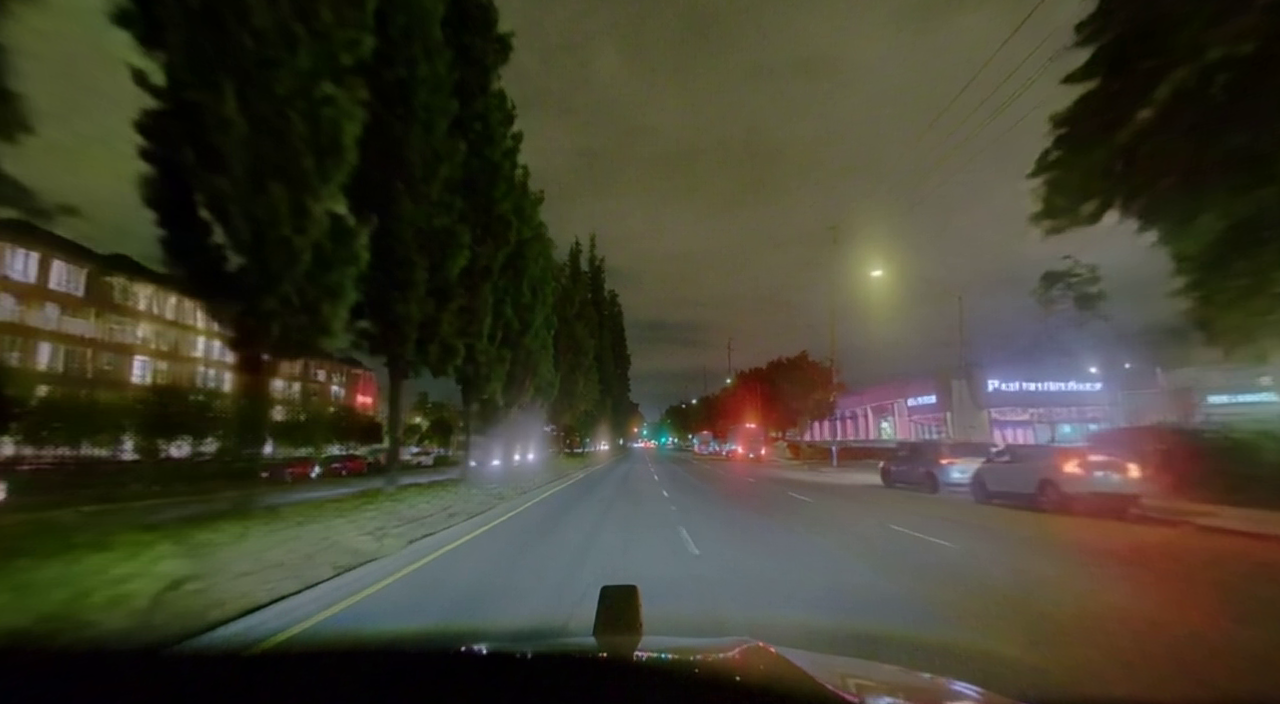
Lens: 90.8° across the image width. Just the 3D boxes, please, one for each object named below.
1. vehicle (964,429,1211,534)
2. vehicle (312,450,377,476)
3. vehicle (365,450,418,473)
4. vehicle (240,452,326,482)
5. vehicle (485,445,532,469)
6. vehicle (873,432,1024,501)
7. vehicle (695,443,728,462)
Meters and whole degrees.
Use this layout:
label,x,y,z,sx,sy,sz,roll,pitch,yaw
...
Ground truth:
label,x,y,z,sx,sy,sz,roll,pitch,yaw
vehicle,9.311,2.695,13.803,1.994,1.738,4.622,5,-9,-1
vehicle,-19.101,7.177,41.120,1.787,1.482,4.645,-1,-8,3
vehicle,-18.469,8.166,47.205,1.803,1.476,4.590,-2,-7,5
vehicle,-19.253,6.197,34.373,1.890,1.468,4.727,0,-8,1
vehicle,-8.364,6.698,40.619,1.926,1.447,4.547,0,-8,2
vehicle,9.437,3.533,19.906,2.303,1.761,4.689,4,-9,-2
vehicle,5.550,7.805,49.301,1.972,1.417,4.239,0,-8,-1
